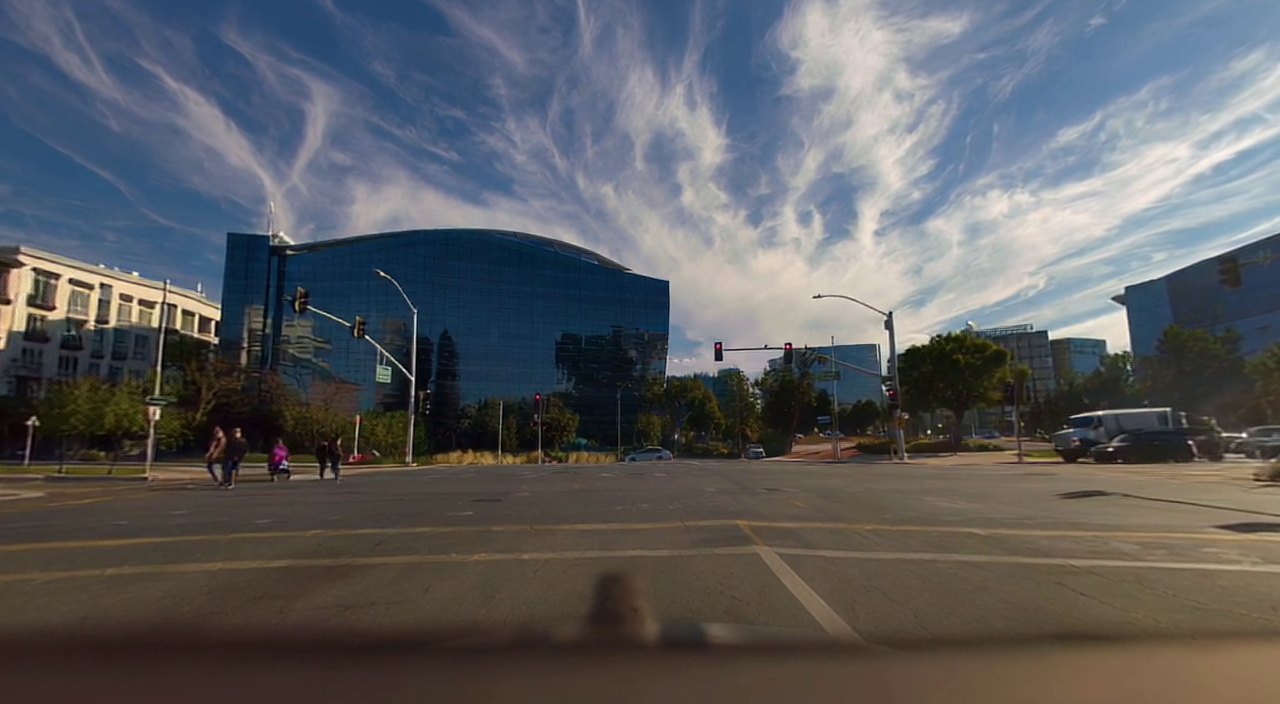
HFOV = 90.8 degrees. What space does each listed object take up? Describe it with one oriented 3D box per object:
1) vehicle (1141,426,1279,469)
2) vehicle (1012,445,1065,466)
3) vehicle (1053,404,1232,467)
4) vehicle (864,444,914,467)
[{"bbox_3d":[21.341,3.437,22.797,4.740,1.464,1.876,-1,-9,3],"label":"vehicle"},{"bbox_3d":[27.681,7.195,44.003,1.589,1.405,3.633,-1,-9,6],"label":"vehicle"},{"bbox_3d":[22.967,3.883,29.168,5.855,2.746,2.523,-1,-9,4],"label":"vehicle"},{"bbox_3d":[17.515,7.274,44.593,1.789,1.557,4.293,0,-9,1],"label":"vehicle"}]
